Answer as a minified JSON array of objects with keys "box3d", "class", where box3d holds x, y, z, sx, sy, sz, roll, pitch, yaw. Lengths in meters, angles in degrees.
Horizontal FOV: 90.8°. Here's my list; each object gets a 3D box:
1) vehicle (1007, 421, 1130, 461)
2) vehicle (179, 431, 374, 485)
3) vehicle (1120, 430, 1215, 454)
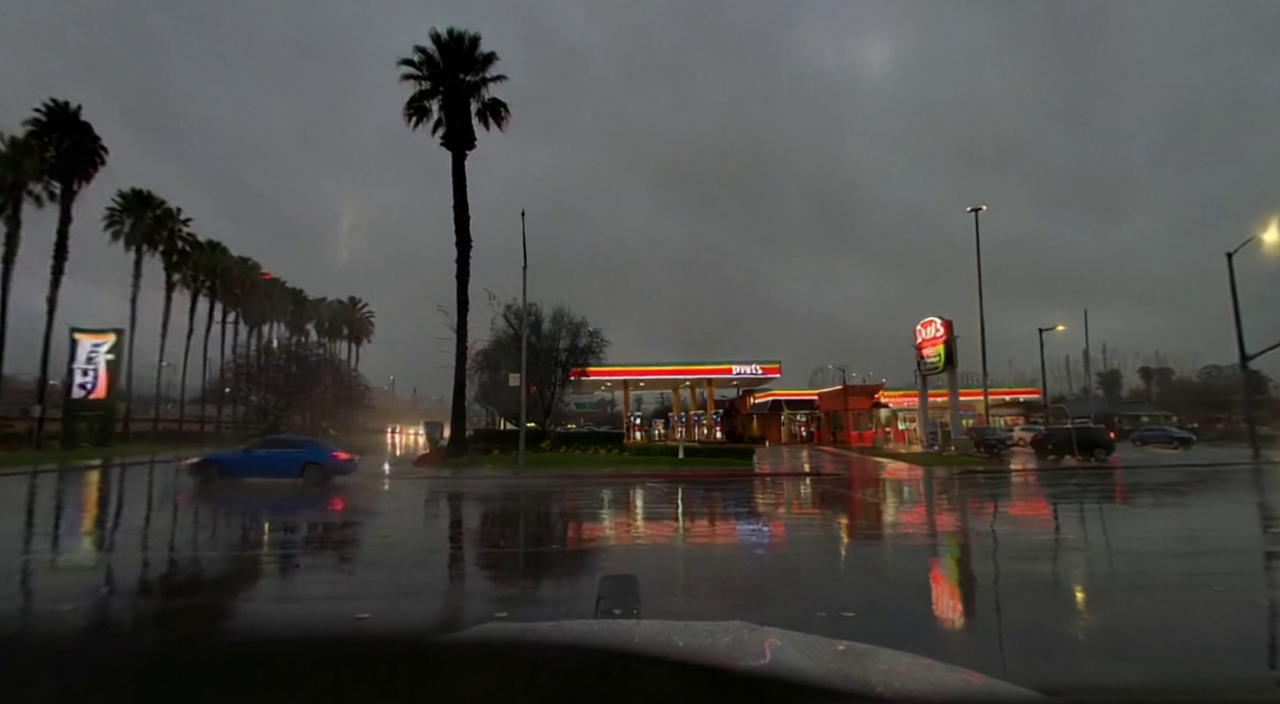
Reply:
[{"box3d":[21.872,4.515,32.370,4.880,1.754,2.202,-1,-5,-7],"class":"vehicle"},{"box3d":[-10.593,3.114,18.752,4.570,1.480,1.873,1,-8,-6],"class":"vehicle"},{"box3d":[34.012,5.850,40.906,1.805,1.466,4.641,1,-8,-8],"class":"vehicle"}]
